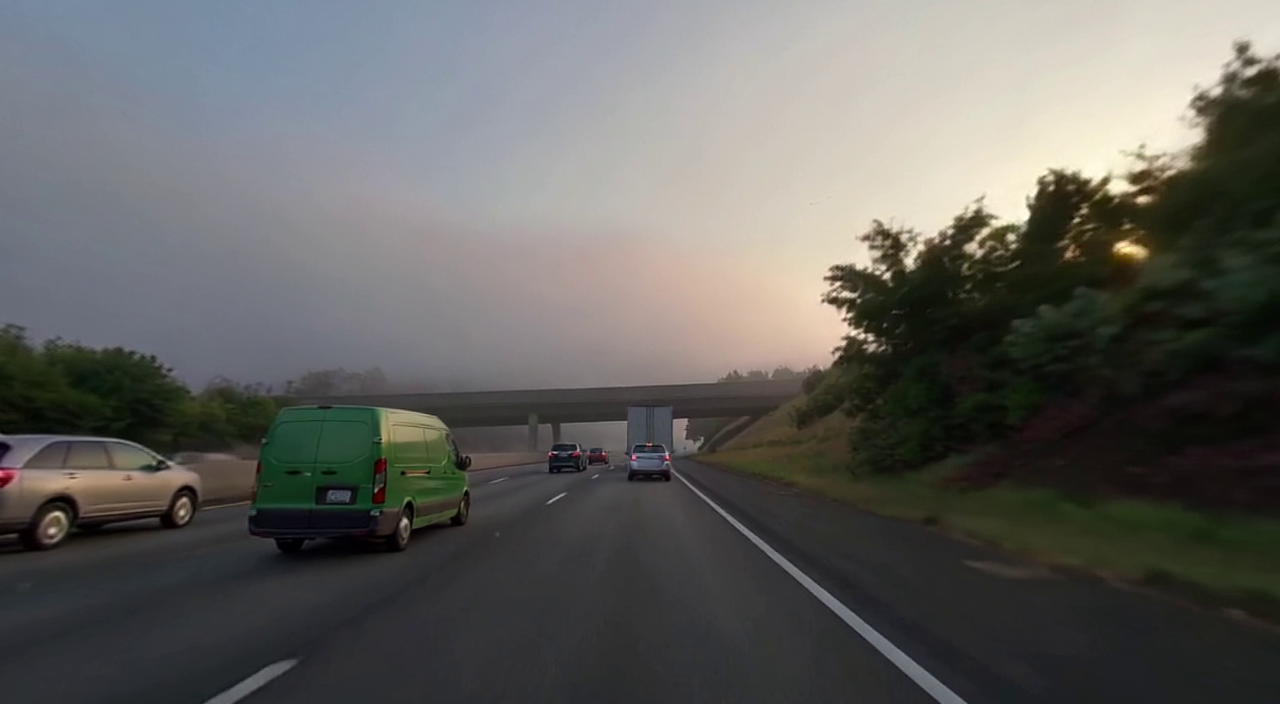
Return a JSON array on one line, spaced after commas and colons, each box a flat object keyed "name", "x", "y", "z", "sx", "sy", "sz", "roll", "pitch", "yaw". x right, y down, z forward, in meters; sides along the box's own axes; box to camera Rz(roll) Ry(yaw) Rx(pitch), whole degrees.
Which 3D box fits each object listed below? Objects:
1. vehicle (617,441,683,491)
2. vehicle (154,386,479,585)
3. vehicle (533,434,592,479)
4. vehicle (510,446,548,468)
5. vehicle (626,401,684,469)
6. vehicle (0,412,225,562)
[{"name": "vehicle", "x": 0.302, "y": 3.728, "z": 20.900, "sx": 1.991, "sy": 1.507, "sz": 3.391, "roll": 0, "pitch": -9, "yaw": 0}, {"name": "vehicle", "x": -3.587, "y": 1.571, "z": 8.037, "sx": 1.951, "sy": 1.882, "sz": 3.979, "roll": 0, "pitch": -9, "yaw": 0}, {"name": "vehicle", "x": -3.411, "y": 4.699, "z": 28.541, "sx": 2.068, "sy": 1.862, "sz": 4.234, "roll": 0, "pitch": -9, "yaw": 1}, {"name": "vehicle", "x": -7.789, "y": 7.398, "z": 44.522, "sx": 1.886, "sy": 1.414, "sz": 4.028, "roll": 0, "pitch": -9, "yaw": 1}, {"name": "vehicle", "x": 0.649, "y": 6.176, "z": 45.324, "sx": 3.289, "sy": 3.822, "sz": 18.653, "roll": 0, "pitch": -9, "yaw": -1}, {"name": "vehicle", "x": -8.268, "y": 1.770, "z": 8.708, "sx": 2.093, "sy": 1.675, "sz": 4.233, "roll": 0, "pitch": -9, "yaw": 1}]
